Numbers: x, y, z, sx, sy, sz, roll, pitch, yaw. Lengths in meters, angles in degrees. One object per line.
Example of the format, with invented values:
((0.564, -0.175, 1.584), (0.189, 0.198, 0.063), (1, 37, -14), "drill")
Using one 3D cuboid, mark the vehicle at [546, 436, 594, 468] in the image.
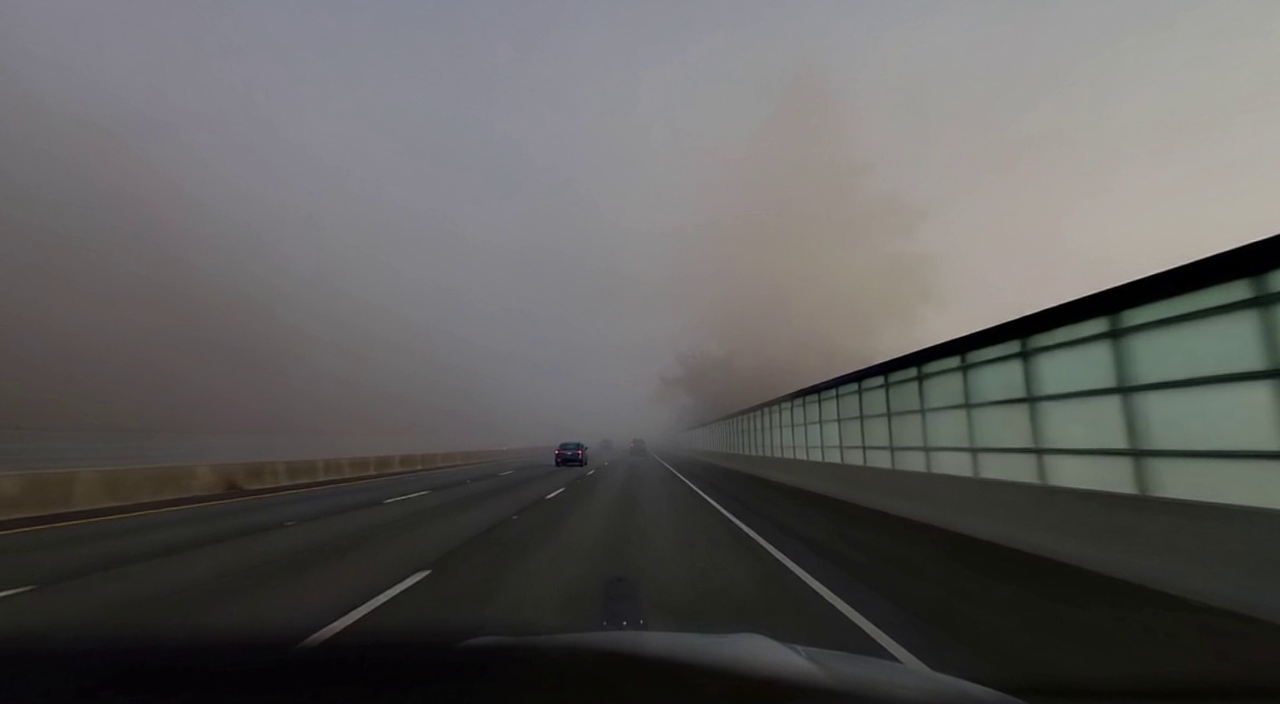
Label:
((-3.614, 5.286, 33.250), (2.059, 1.541, 4.296), (0, -8, -1), "vehicle")
